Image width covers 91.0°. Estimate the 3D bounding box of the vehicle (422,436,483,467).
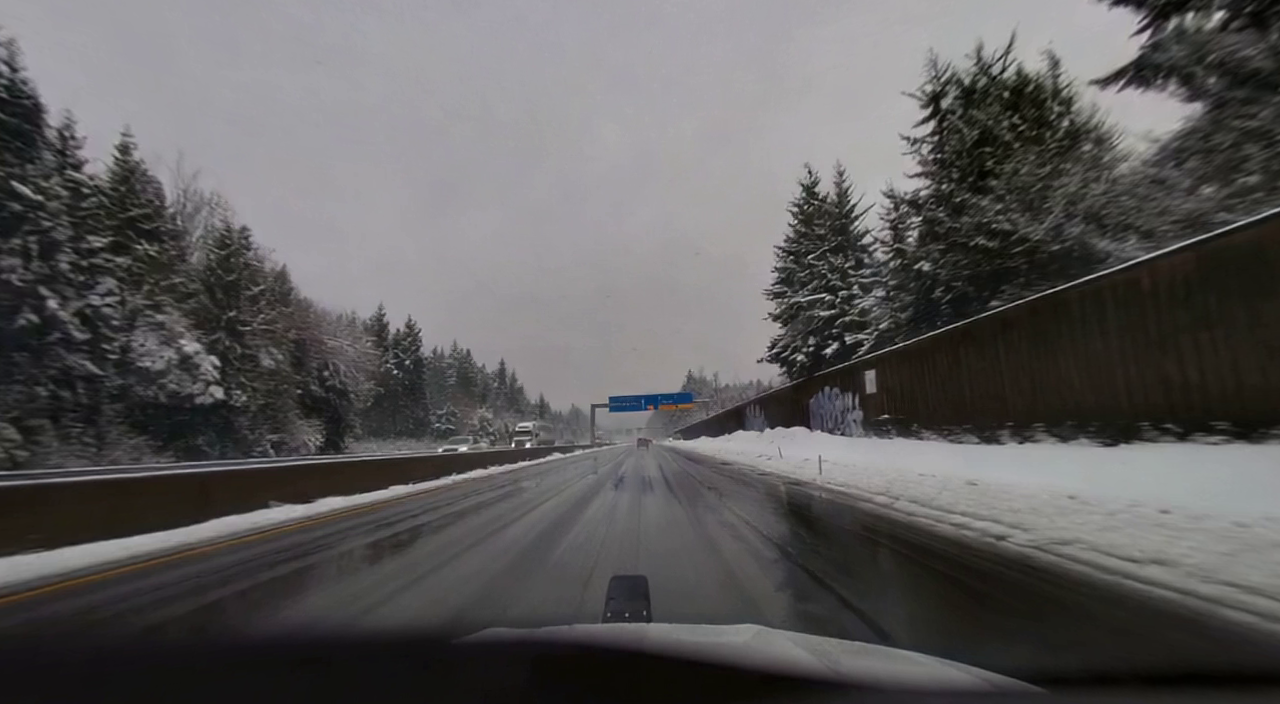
[{"bbox_3d":[-10.281,5.455,34.850,1.948,1.596,4.510,0,-8,1],"label":"vehicle"}]
